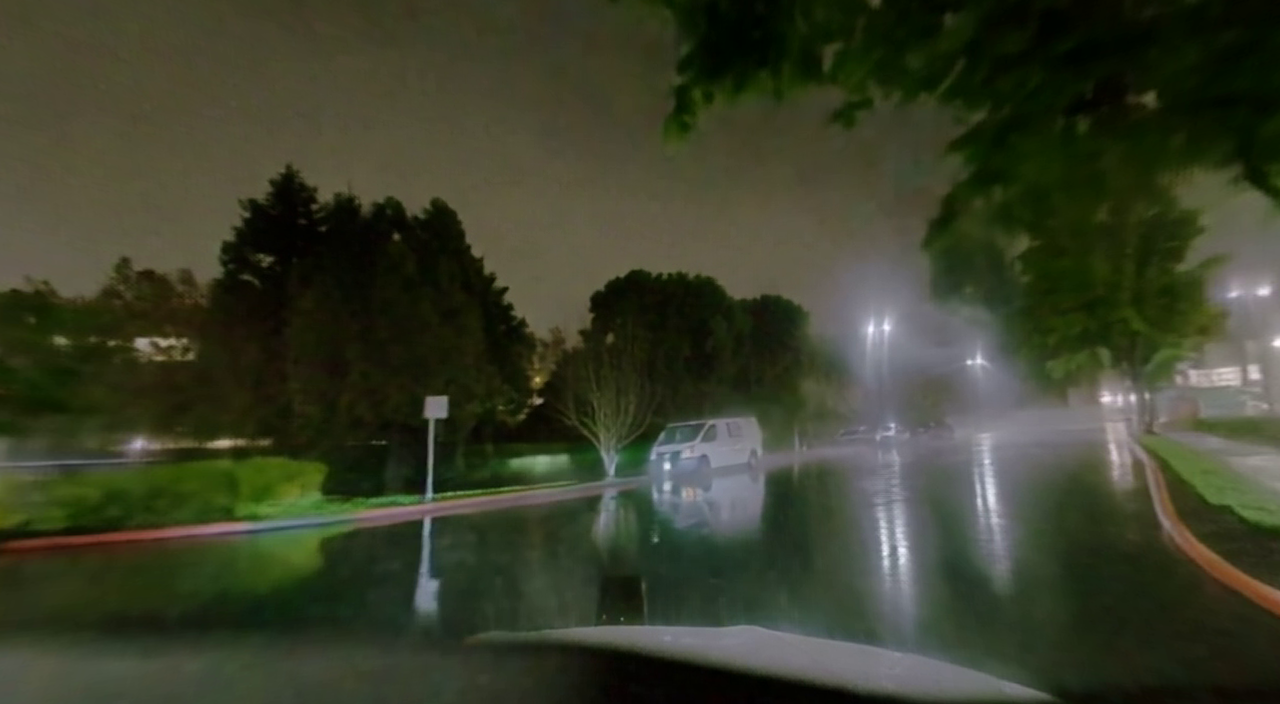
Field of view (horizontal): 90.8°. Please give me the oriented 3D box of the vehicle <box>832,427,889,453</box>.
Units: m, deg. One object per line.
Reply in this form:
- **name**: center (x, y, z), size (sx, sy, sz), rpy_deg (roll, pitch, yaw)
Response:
- **vehicle**: center (13.386, 5.299, 38.259), size (1.938, 1.191, 3.630), rpy_deg (-14, -13, 38)

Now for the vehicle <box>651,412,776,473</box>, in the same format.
- **vehicle**: center (3.110, 3.617, 25.711), size (2.433, 2.193, 5.547), rpy_deg (-6, -9, 39)

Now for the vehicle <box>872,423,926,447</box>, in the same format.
- **vehicle**: center (17.635, 5.611, 42.925), size (2.038, 1.525, 4.383), rpy_deg (-6, -9, 40)
